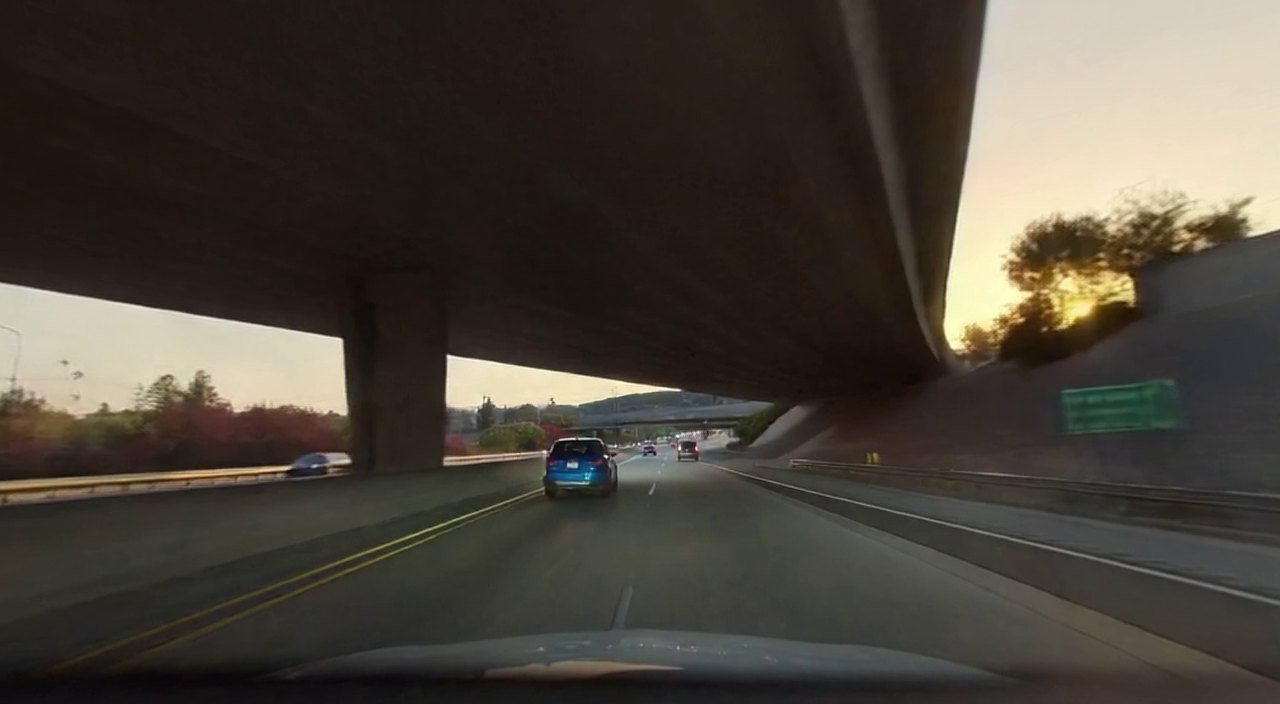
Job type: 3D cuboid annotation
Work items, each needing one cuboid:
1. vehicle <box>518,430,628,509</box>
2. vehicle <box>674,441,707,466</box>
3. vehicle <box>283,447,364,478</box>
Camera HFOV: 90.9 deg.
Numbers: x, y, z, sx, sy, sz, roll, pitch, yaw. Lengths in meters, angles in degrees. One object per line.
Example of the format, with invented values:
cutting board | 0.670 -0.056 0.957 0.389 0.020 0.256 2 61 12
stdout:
vehicle | -1.526 2.920 16.169 2.143 1.693 4.513 -1 -8 2
vehicle | 3.544 7.192 44.890 2.073 1.621 3.993 -1 -8 1
vehicle | -18.626 6.487 37.410 2.039 1.710 5.085 -1 -8 1
